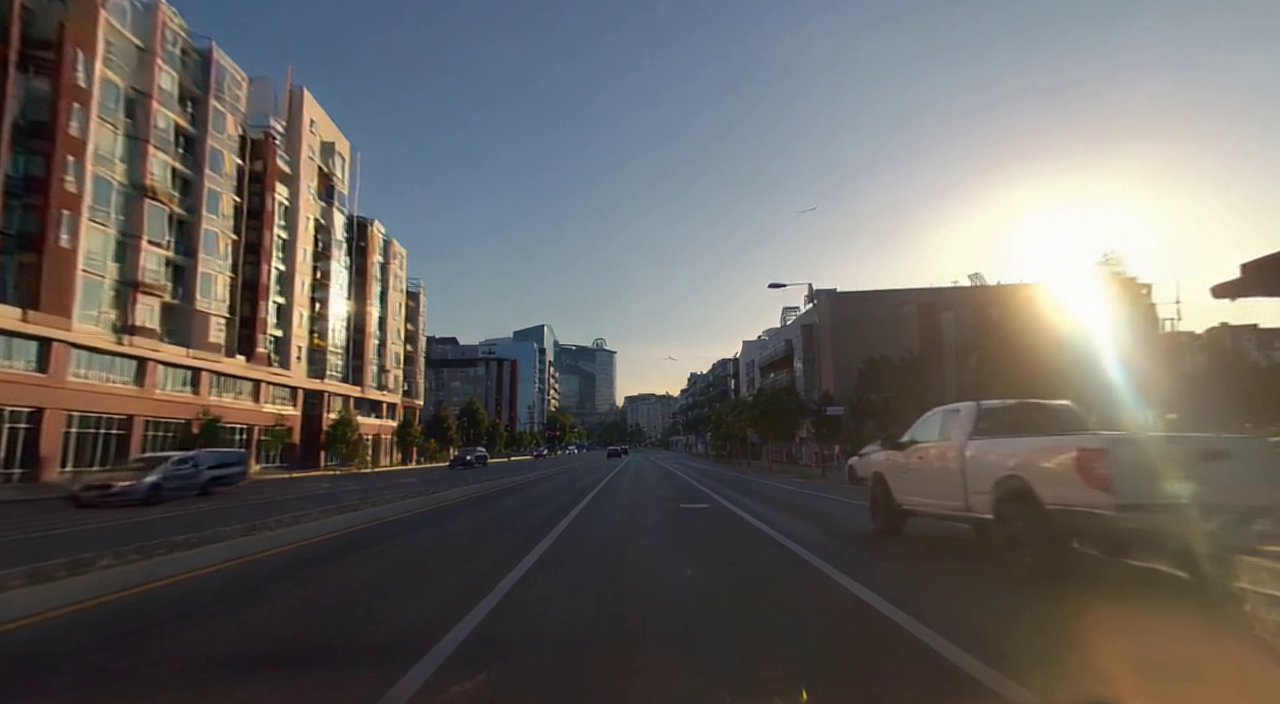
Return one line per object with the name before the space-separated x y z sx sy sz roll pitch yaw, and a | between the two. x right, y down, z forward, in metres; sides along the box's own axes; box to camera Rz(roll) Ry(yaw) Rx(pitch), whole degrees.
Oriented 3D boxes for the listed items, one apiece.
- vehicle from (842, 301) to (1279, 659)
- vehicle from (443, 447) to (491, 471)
vehicle | 4.717 1.275 7.258 2.723 2.409 5.869 0 -9 -1
vehicle | -11.247 6.985 41.375 1.834 1.482 4.349 0 -9 0
